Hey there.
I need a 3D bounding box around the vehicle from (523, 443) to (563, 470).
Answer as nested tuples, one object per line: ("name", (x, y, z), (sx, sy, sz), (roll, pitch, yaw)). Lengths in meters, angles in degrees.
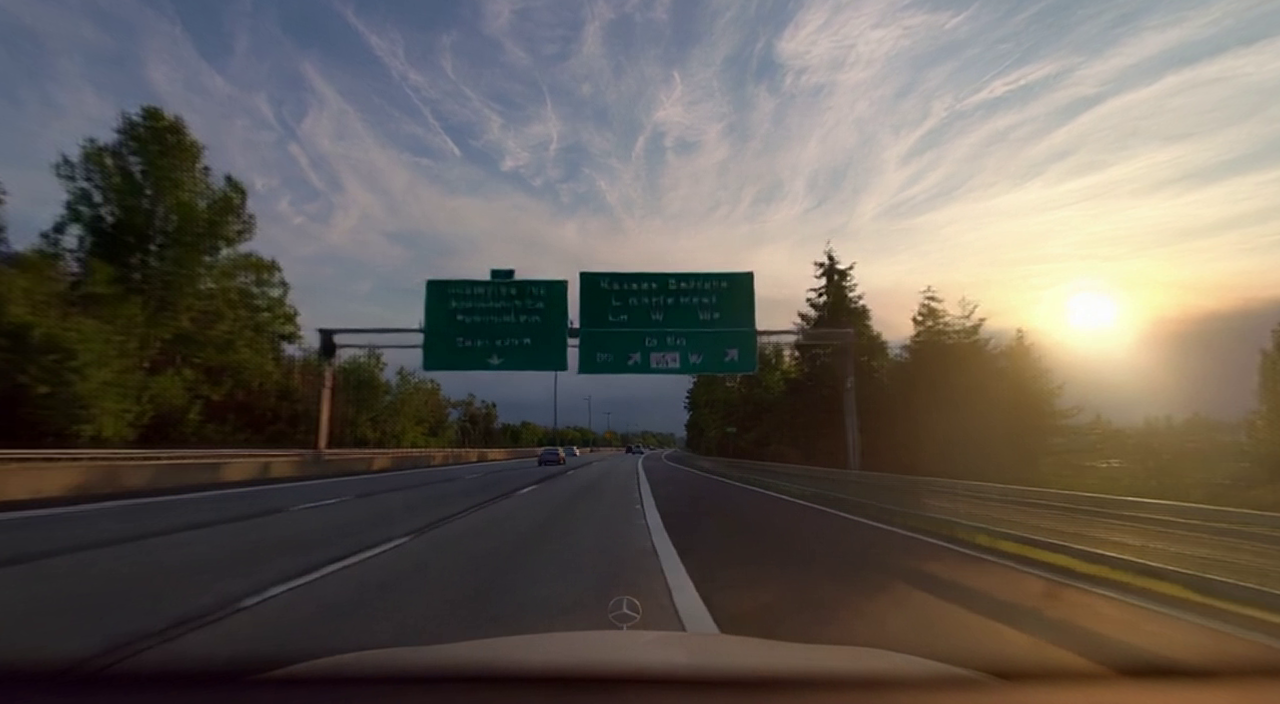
("vehicle", (-6.082, 6.617, 40.055), (1.875, 1.587, 4.687), (0, -9, -1))
